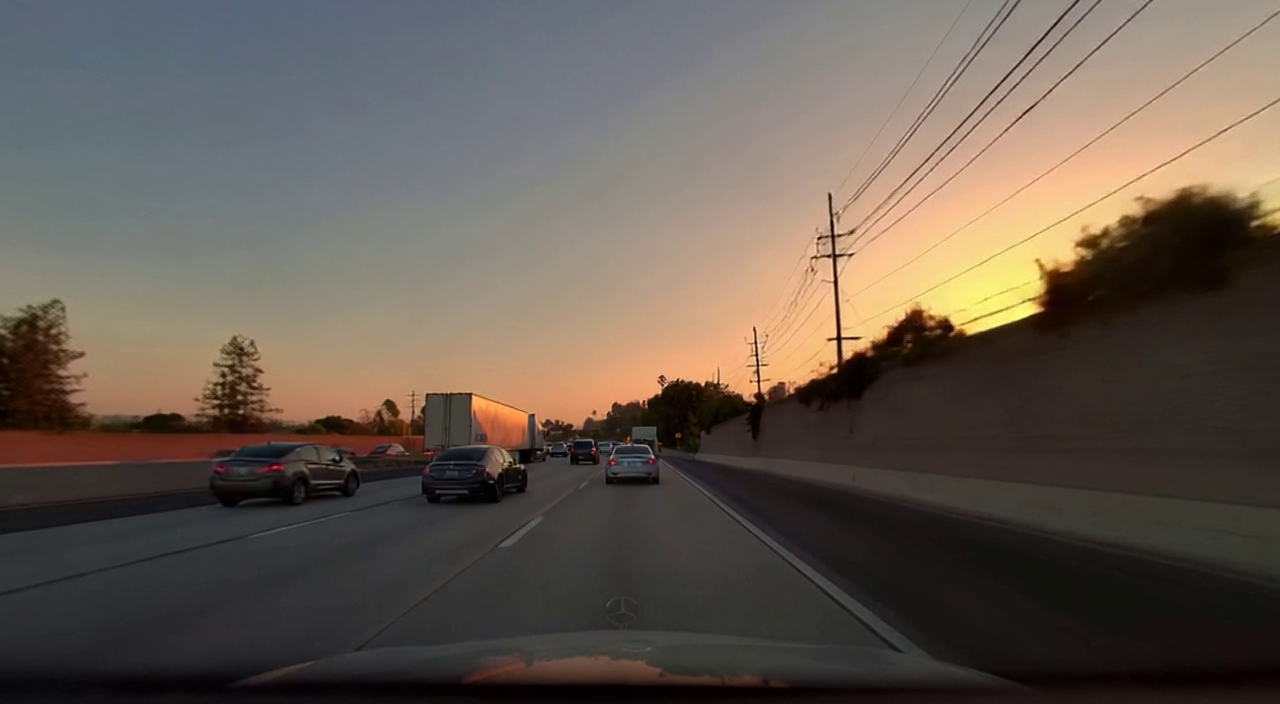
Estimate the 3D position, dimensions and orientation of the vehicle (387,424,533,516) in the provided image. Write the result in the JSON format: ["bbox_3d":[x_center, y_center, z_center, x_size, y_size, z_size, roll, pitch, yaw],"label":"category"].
[{"bbox_3d":[-3.761,2.543,14.119,1.923,1.716,4.289,0,-8,1],"label":"vehicle"}]

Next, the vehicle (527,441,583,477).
[{"bbox_3d":[-3.730,4.756,28.392,1.870,1.485,4.304,0,-8,1],"label":"vehicle"}]

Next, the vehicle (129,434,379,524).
[{"bbox_3d":[-7.620,2.528,13.260,2.165,1.511,4.810,0,-8,1],"label":"vehicle"}]

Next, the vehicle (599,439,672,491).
[{"bbox_3d":[-0.156,3.518,19.997,2.089,1.477,3.818,0,-8,-1],"label":"vehicle"}]

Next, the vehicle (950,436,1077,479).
[{"bbox_3d":[14.267,4.043,24.523,1.949,1.472,4.795,0,-8,0],"label":"vehicle"}]
